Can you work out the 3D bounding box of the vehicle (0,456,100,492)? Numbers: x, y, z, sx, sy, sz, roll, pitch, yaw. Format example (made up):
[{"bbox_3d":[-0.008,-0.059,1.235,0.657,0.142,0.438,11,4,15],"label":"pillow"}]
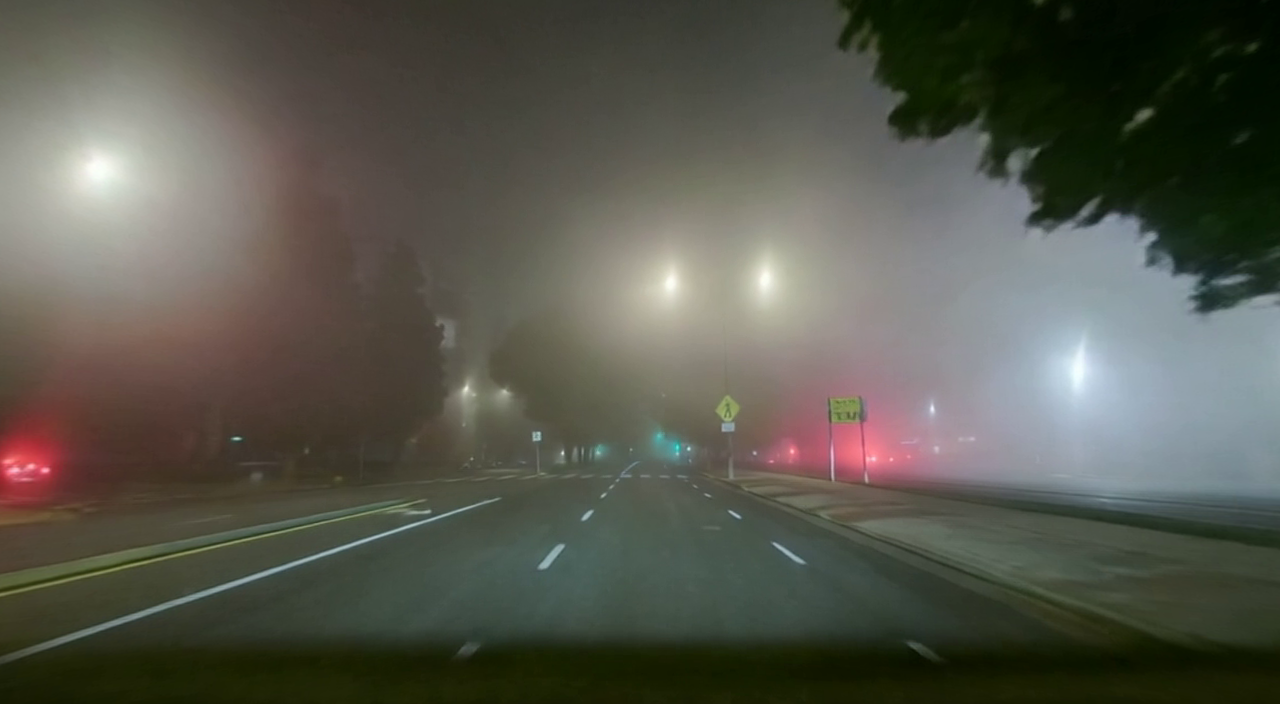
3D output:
[{"bbox_3d":[-29.340,5.864,30.157,4.899,1.535,1.926,-1,-10,-6],"label":"vehicle"}]
